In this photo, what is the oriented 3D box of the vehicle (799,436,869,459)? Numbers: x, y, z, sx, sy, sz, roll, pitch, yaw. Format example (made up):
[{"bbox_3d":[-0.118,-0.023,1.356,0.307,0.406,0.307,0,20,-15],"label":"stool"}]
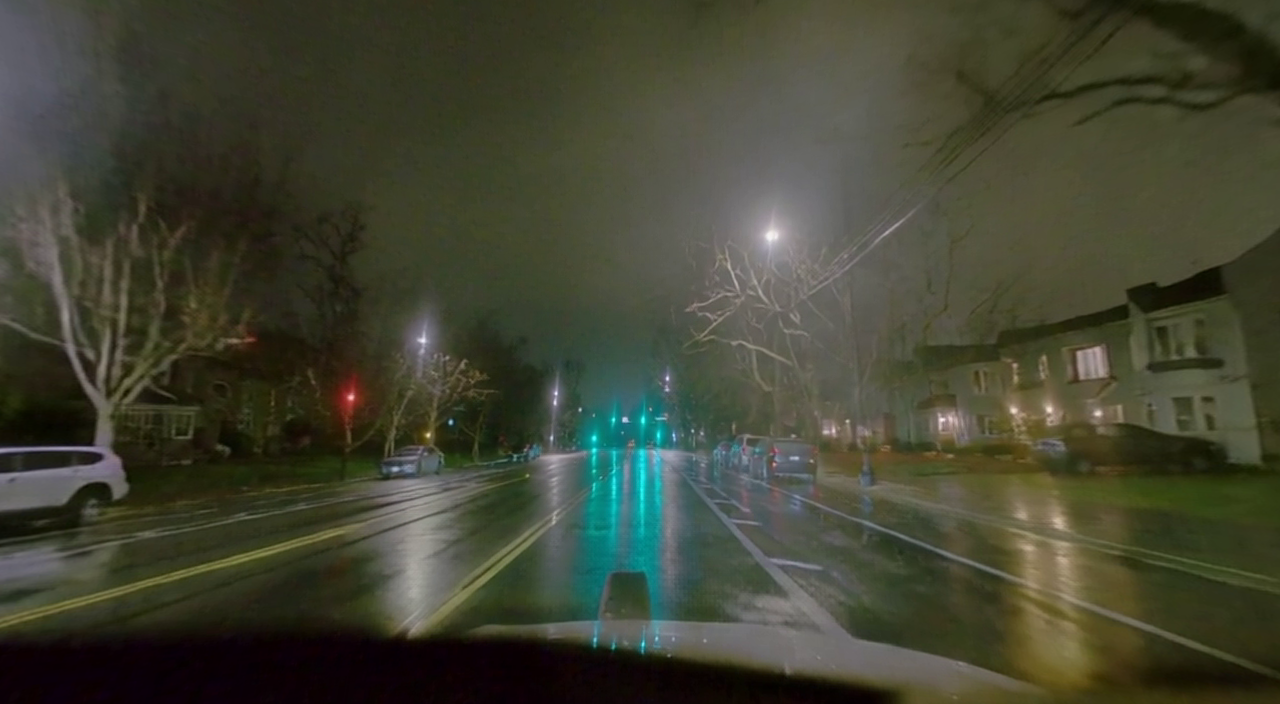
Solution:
[{"bbox_3d":[13.851,6.846,45.244,4.317,1.595,2.095,0,-9,0],"label":"vehicle"}]

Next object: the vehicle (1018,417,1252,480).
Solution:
[{"bbox_3d":[14.157,2.784,18.289,4.902,1.667,2.162,0,-8,0],"label":"vehicle"}]

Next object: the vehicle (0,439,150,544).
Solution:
[{"bbox_3d":[-12.036,2.491,11.514,2.228,1.766,4.770,0,-8,1],"label":"vehicle"}]

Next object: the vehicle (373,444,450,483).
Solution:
[{"bbox_3d":[-11.503,5.598,32.107,2.054,1.704,4.710,-3,-8,3],"label":"vehicle"}]

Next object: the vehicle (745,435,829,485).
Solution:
[{"bbox_3d":[5.205,3.914,23.085,1.885,1.603,5.235,0,-9,1],"label":"vehicle"}]
